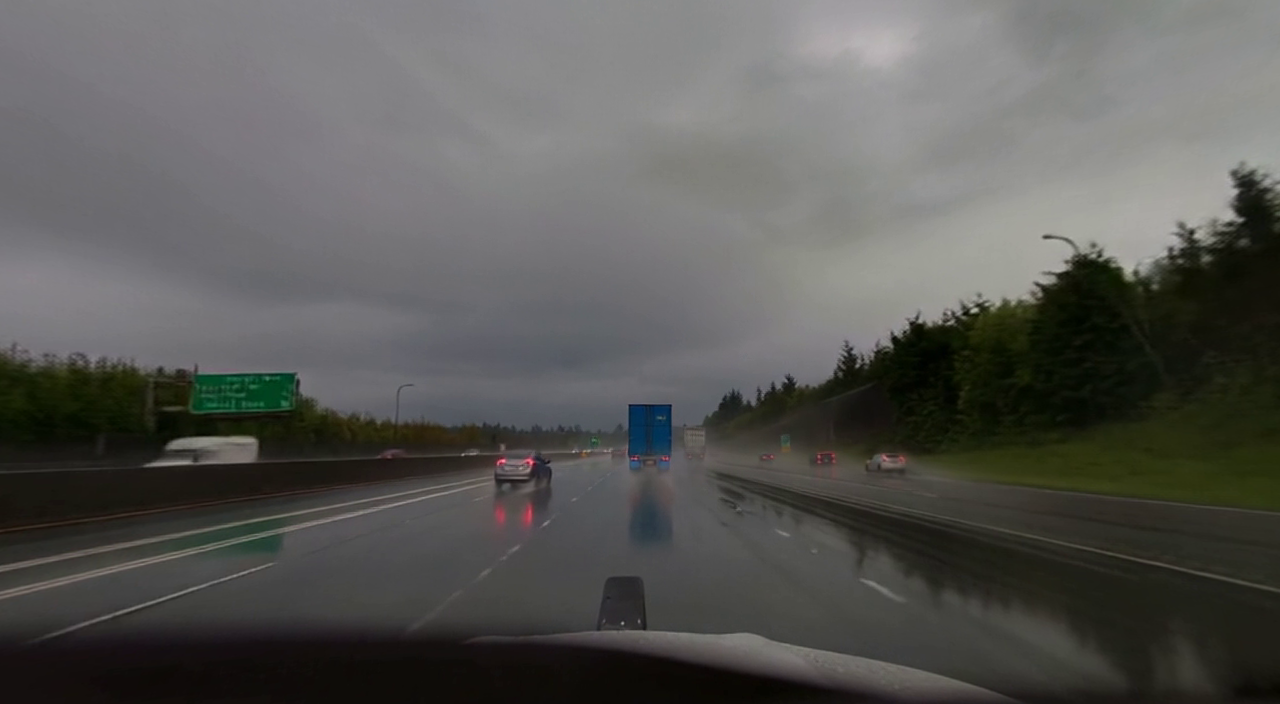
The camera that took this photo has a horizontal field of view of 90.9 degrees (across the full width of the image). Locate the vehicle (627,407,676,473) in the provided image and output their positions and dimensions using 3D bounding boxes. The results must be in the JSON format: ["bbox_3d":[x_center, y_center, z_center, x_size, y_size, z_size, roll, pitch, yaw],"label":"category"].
[{"bbox_3d":[0.751,6.265,44.392,3.022,4.072,10.318,0,-9,1],"label":"vehicle"}]

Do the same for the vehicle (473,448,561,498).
[{"bbox_3d":[-3.883,3.882,20.695,1.931,1.466,4.458,0,-9,1],"label":"vehicle"}]
